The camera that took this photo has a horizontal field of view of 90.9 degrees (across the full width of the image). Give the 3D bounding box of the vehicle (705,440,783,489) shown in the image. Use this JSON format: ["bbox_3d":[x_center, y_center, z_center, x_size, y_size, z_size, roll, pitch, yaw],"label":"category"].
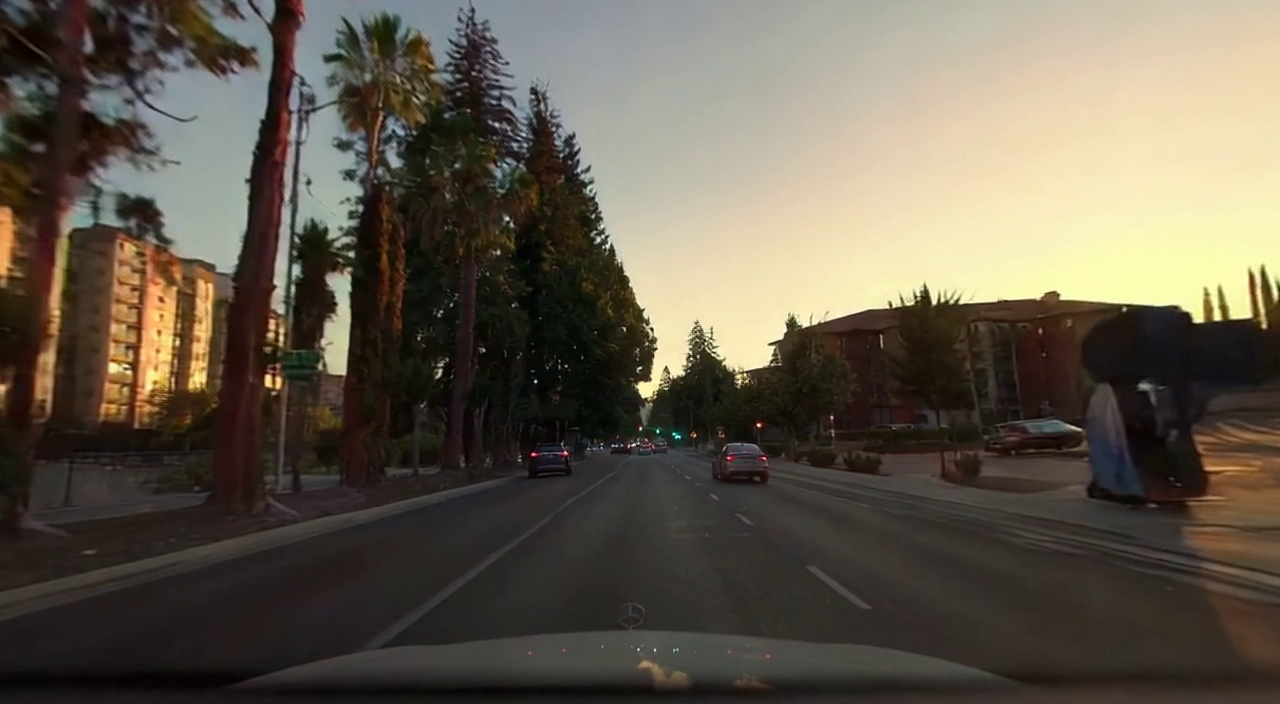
[{"bbox_3d":[3.476,3.837,21.881,1.945,1.530,4.320,0,-8,0],"label":"vehicle"}]

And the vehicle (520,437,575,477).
[{"bbox_3d":[-4.578,5.282,32.008,2.216,1.828,4.886,0,-9,-2],"label":"vehicle"}]
